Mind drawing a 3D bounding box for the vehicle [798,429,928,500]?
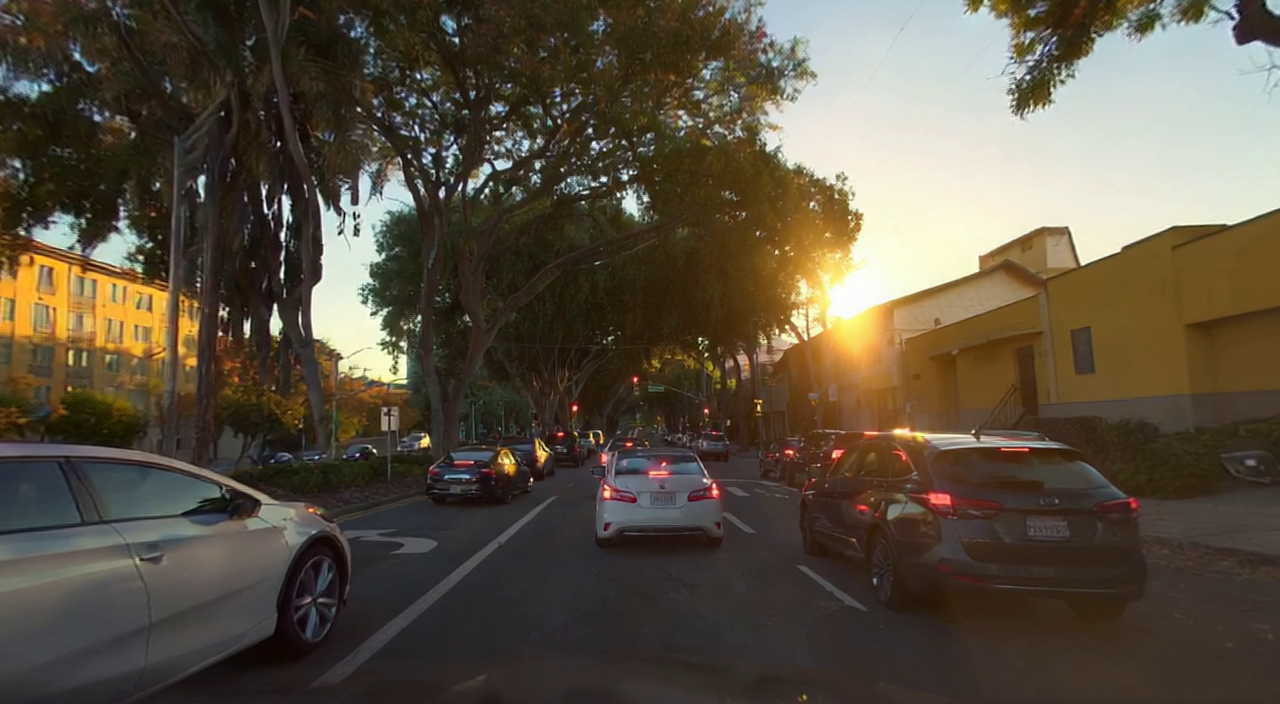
[{"bbox_3d":[6.342,3.256,18.664,2.025,1.808,4.579,0,-9,-2],"label":"vehicle"}]

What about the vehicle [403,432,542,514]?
[{"bbox_3d":[-3.509,2.619,14.236,1.901,1.522,4.556,0,-9,0],"label":"vehicle"}]

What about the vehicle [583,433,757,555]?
[{"bbox_3d":[0.270,1.995,9.567,2.095,1.438,3.843,0,-9,-3],"label":"vehicle"}]

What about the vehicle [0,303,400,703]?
[{"bbox_3d":[-3.269,0.931,3.386,2.152,1.802,4.628,0,-9,0],"label":"vehicle"}]
